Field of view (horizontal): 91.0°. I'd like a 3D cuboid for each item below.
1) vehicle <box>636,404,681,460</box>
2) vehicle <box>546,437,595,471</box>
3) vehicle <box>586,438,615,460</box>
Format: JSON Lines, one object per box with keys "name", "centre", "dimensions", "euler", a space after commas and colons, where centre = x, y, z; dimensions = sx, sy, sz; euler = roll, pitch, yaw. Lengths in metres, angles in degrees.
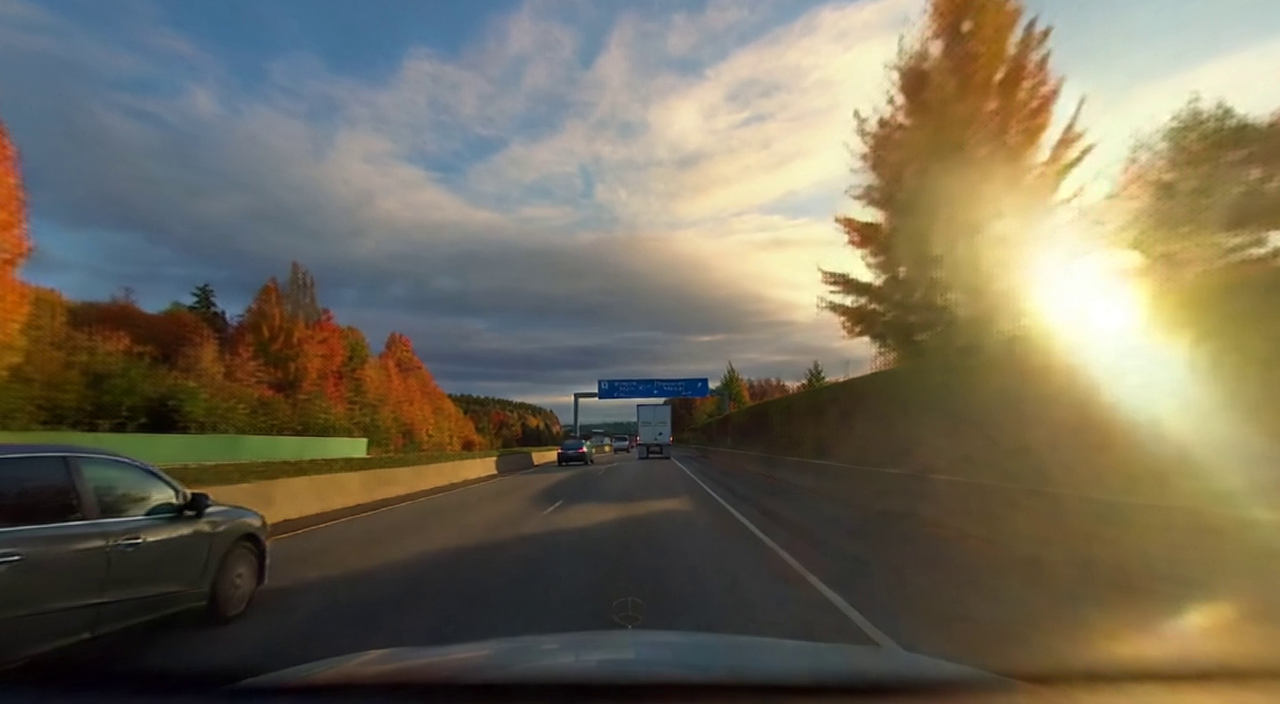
{"name": "vehicle", "centre": [1.309, 6.014, 46.771], "dimensions": [2.933, 3.701, 10.425], "euler": [0, -8, 1]}
{"name": "vehicle", "centre": [-3.321, 4.957, 30.900], "dimensions": [1.927, 1.556, 3.921], "euler": [0, -8, 1]}
{"name": "vehicle", "centre": [-2.976, 7.424, 48.427], "dimensions": [1.962, 1.575, 4.158], "euler": [0, -8, 0]}
